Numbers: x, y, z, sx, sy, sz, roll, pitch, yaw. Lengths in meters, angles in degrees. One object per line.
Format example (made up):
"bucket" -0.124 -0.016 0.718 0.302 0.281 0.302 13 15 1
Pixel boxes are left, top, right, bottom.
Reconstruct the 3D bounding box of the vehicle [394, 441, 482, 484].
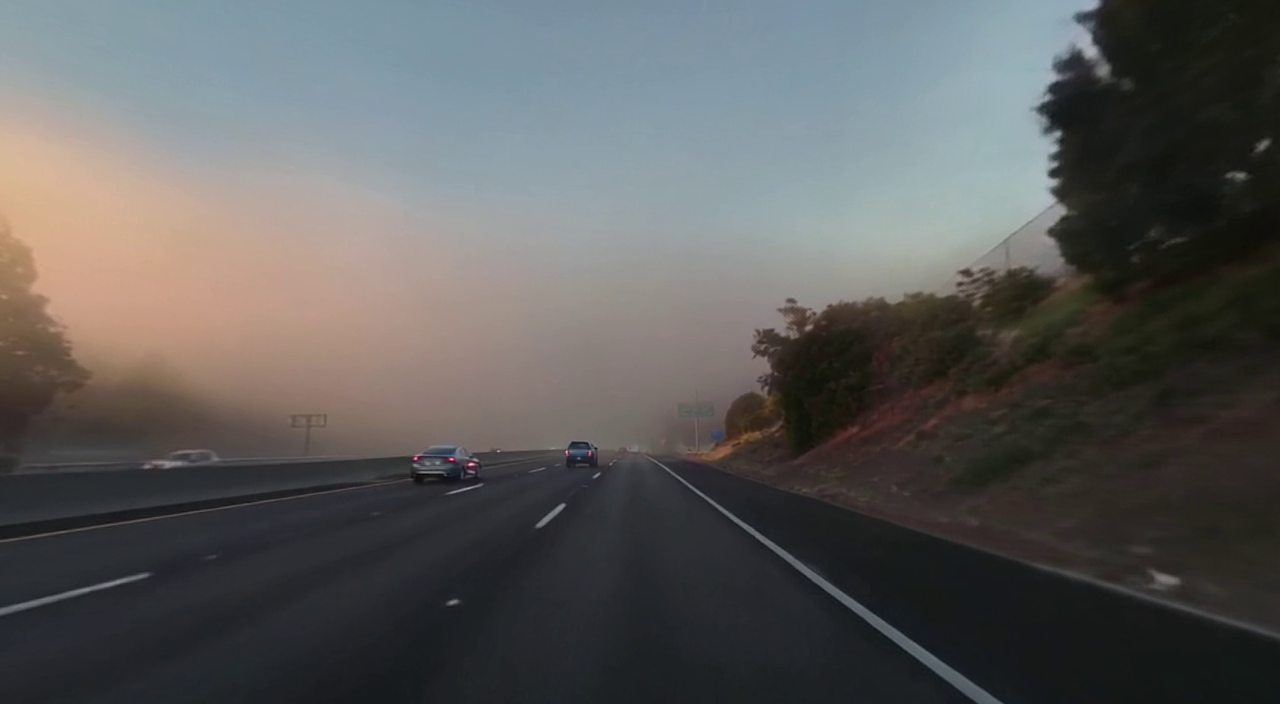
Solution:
"vehicle" -7.708 4.241 24.617 1.930 1.508 4.567 0 -9 0

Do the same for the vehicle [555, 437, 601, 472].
"vehicle" -3.281 5.551 34.296 2.029 1.753 4.718 0 -9 0

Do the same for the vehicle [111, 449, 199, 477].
"vehicle" -33.167 7.564 43.412 2.027 1.673 5.023 0 -8 -1
